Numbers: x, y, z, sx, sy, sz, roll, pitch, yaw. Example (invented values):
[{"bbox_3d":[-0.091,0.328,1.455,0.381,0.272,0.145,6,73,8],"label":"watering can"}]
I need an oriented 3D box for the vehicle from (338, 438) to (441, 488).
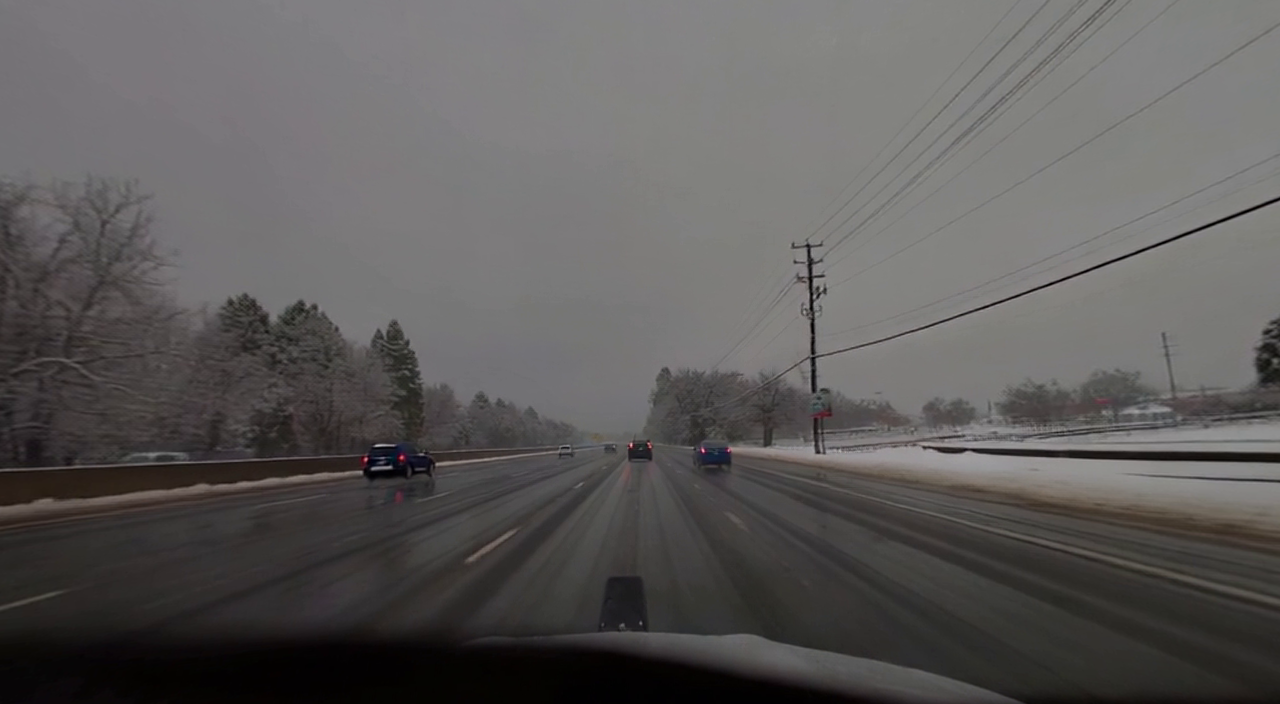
[{"bbox_3d":[-10.324,4.601,26.541,2.241,1.810,4.966,-2,-8,1],"label":"vehicle"}]

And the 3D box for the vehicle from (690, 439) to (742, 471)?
[{"bbox_3d":[3.785,5.202,32.090,2.060,1.526,4.387,0,-8,-1],"label":"vehicle"}]

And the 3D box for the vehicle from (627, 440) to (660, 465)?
[{"bbox_3d":[0.230,6.456,40.689,2.036,1.474,3.969,0,-8,0],"label":"vehicle"}]
